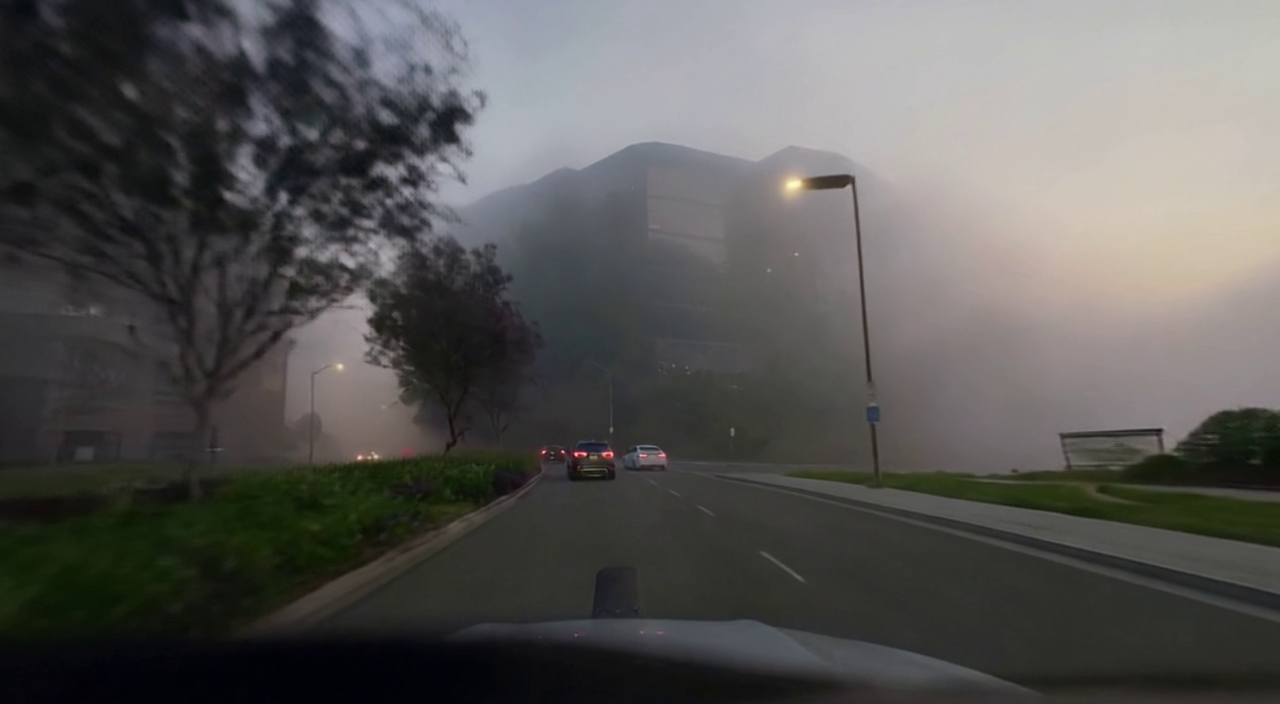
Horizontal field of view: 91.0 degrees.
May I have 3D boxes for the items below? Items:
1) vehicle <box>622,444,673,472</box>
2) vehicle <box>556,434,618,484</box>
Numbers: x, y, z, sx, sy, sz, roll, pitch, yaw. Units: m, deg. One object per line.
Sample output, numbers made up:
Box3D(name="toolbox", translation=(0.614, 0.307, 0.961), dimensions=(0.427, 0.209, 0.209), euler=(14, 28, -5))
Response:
Box3D(name="vehicle", translation=(0.357, 6.125, 36.500), dimensions=(2.116, 1.506, 4.355), euler=(2, -9, -11))
Box3D(name="vehicle", translation=(-2.073, 4.147, 24.611), dimensions=(2.173, 1.761, 4.374), euler=(1, -9, -5))
